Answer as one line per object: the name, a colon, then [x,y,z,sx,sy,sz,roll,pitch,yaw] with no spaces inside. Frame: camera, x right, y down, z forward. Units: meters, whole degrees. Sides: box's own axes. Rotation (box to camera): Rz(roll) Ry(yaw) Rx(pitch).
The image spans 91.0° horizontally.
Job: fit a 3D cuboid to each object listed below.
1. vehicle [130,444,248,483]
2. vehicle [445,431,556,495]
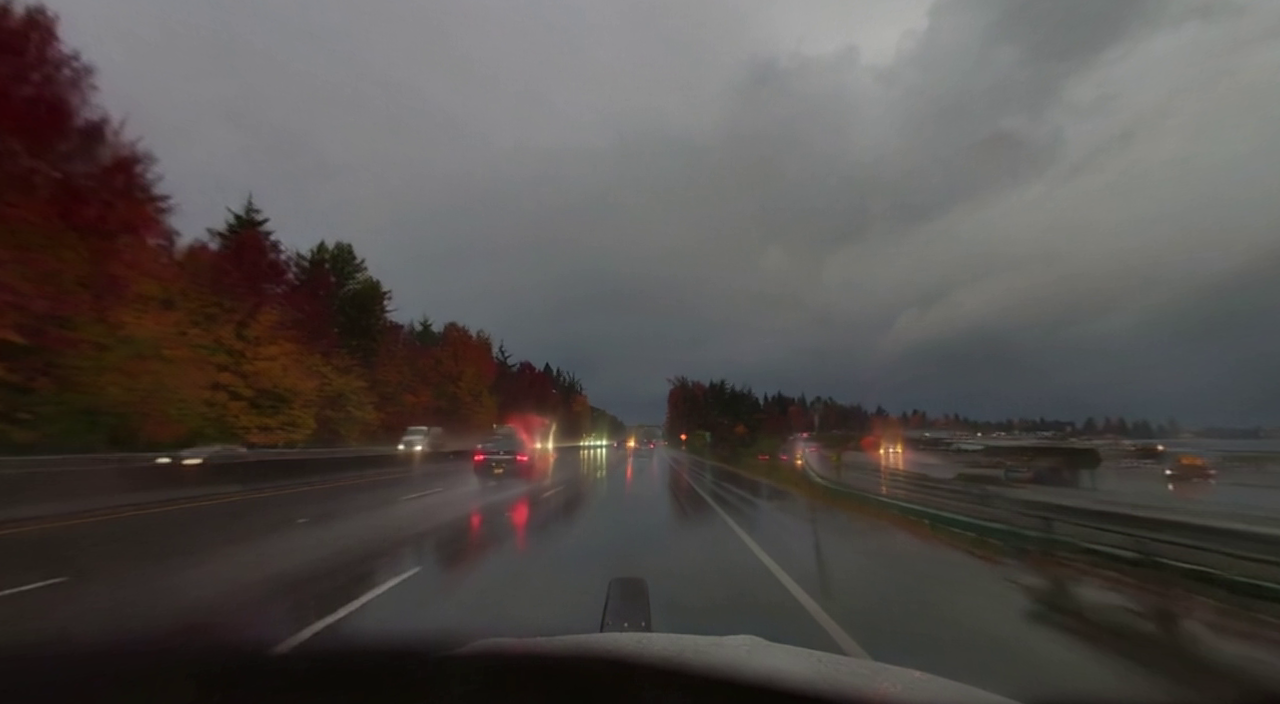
vehicle: [-19.571,4.818,27.578,1.836,1.528,4.456,0,-8,1]
vehicle: [-3.905,3.197,18.556,2.123,1.643,4.479,0,-8,2]
